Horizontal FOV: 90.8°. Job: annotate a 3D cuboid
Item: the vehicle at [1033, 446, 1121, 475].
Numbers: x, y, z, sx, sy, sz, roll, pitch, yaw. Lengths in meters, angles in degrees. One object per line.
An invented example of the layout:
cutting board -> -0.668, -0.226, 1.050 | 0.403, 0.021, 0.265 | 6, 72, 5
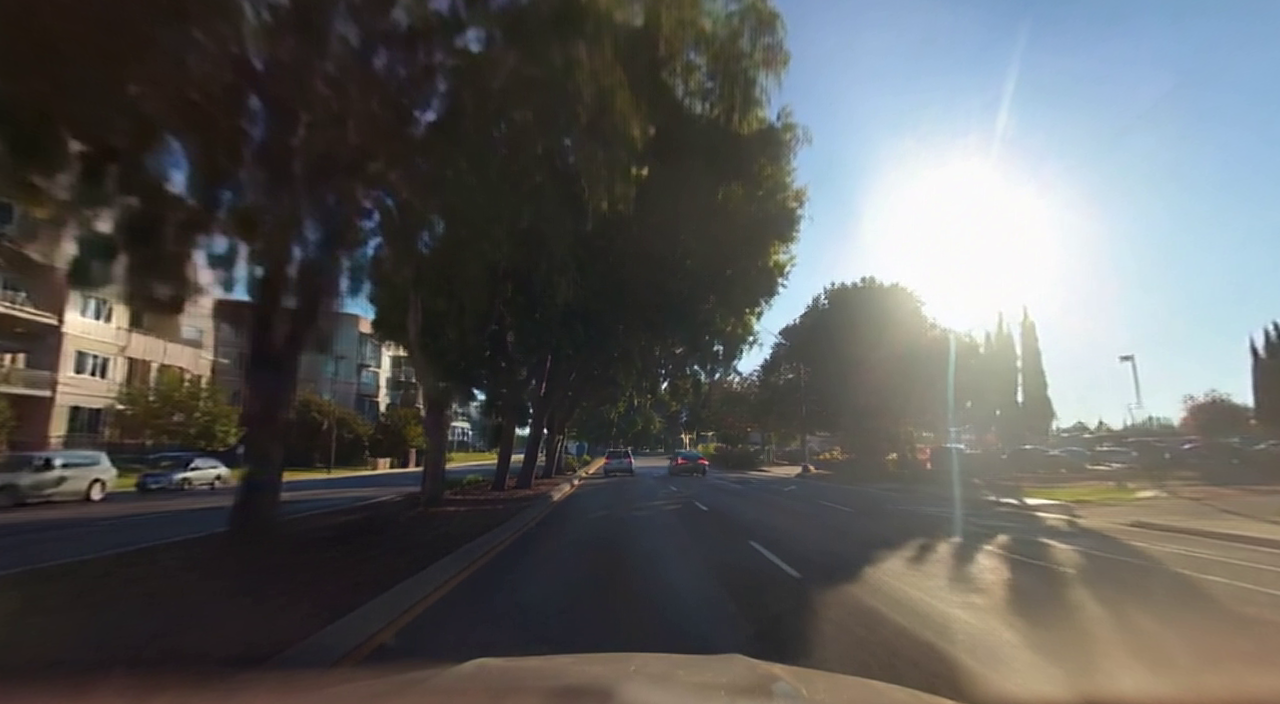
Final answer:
vehicle -> 31.845, 7.927, 46.230 | 1.956, 1.955, 4.773 | 4, -10, -27

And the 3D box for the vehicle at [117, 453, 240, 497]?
vehicle -> -19.743, 5.262, 27.354 | 2.019, 1.687, 4.484 | 0, -9, -2

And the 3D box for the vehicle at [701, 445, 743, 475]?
vehicle -> 5.698, 7.598, 44.559 | 2.052, 1.990, 4.736 | 0, -9, -3

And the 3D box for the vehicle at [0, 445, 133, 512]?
vehicle -> -19.482, 3.933, 19.972 | 2.241, 1.891, 5.637 | 0, -9, -1

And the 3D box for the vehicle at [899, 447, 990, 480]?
vehicle -> 19.846, 7.279, 41.461 | 2.150, 1.966, 5.027 | 4, -10, -23

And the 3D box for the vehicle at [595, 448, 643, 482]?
vehicle -> -1.024, 5.299, 29.898 | 2.101, 1.444, 4.248 | 0, -9, -2

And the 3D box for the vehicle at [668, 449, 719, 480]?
vehicle -> 2.697, 5.826, 32.944 | 1.993, 1.477, 4.240 | 0, -9, -4
